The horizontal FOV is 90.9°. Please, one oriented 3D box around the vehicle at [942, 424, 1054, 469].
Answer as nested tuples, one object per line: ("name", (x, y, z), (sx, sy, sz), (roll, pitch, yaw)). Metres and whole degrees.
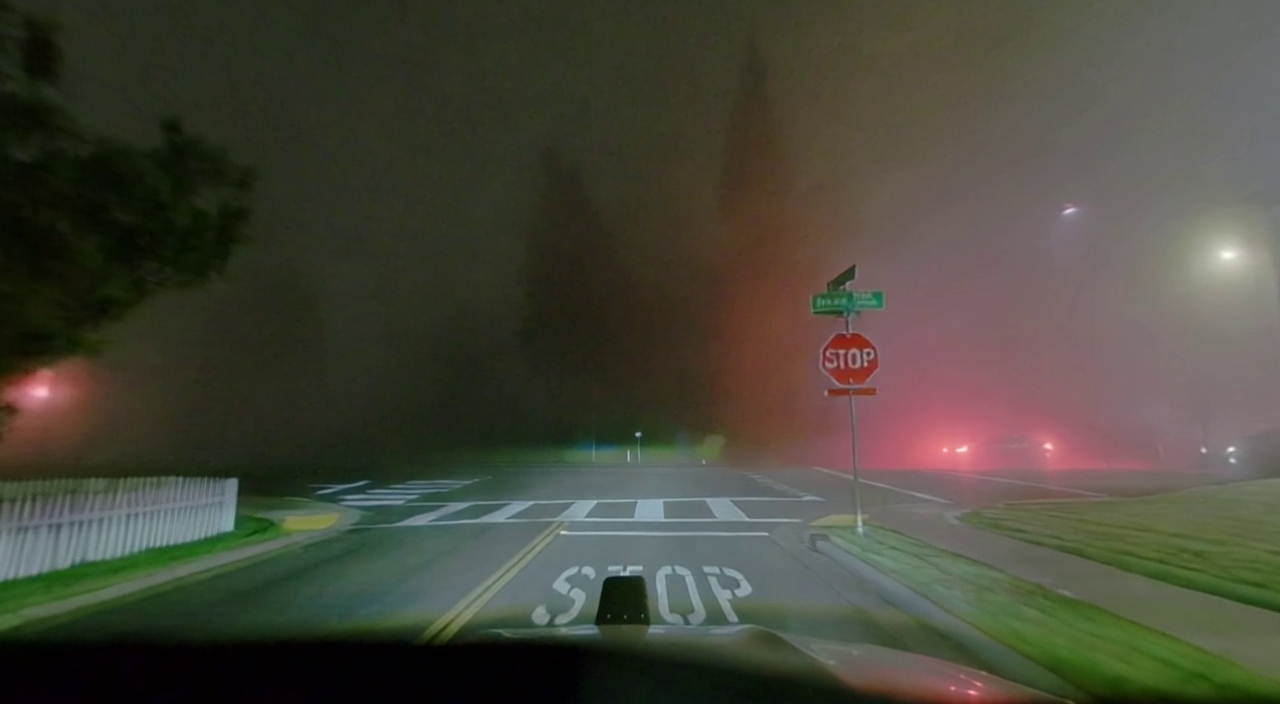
("vehicle", (18.883, 5.028, 33.474), (2.395, 2.164, 4.475), (5, -10, -27))
